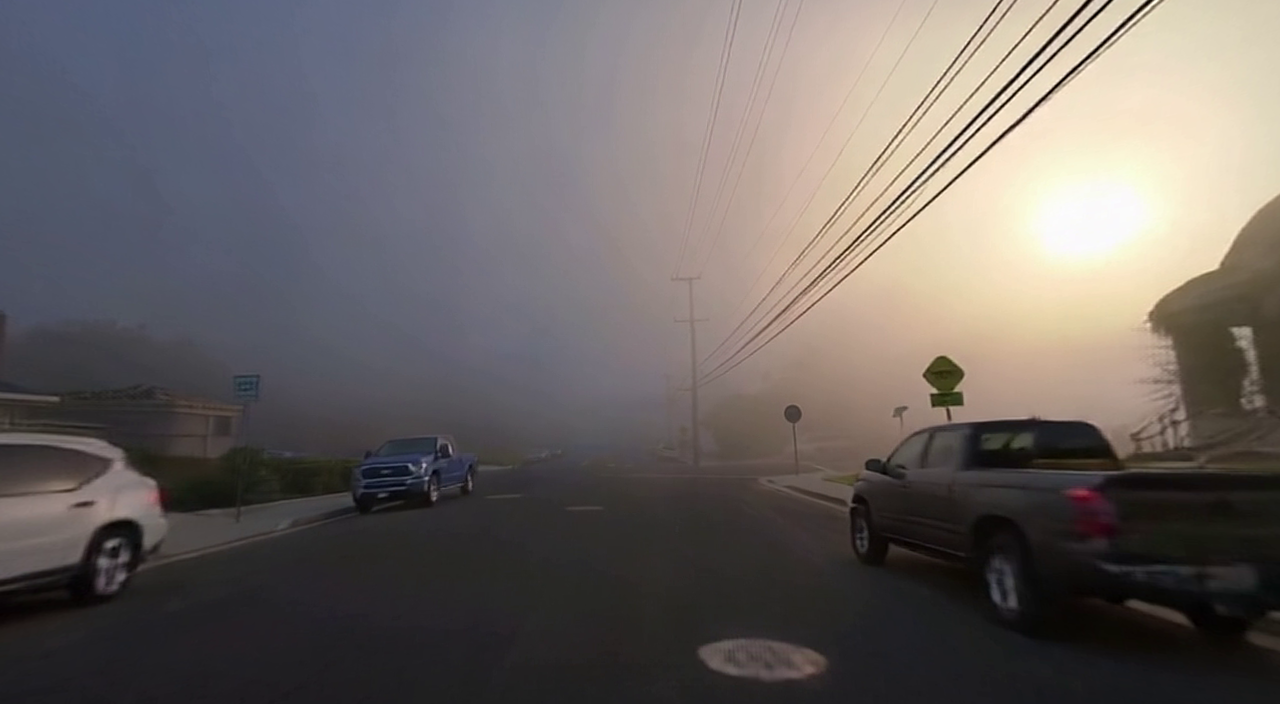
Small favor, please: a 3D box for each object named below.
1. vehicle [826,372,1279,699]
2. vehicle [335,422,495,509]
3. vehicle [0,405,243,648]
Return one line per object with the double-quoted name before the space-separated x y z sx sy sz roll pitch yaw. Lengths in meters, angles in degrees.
"vehicle" 3.552 1.322 5.769 2.167 1.746 4.541 0 -9 -2
"vehicle" -6.084 3.177 18.211 2.455 2.045 6.171 0 -9 -2
"vehicle" -5.821 1.337 4.976 2.226 1.768 4.780 0 -9 0
